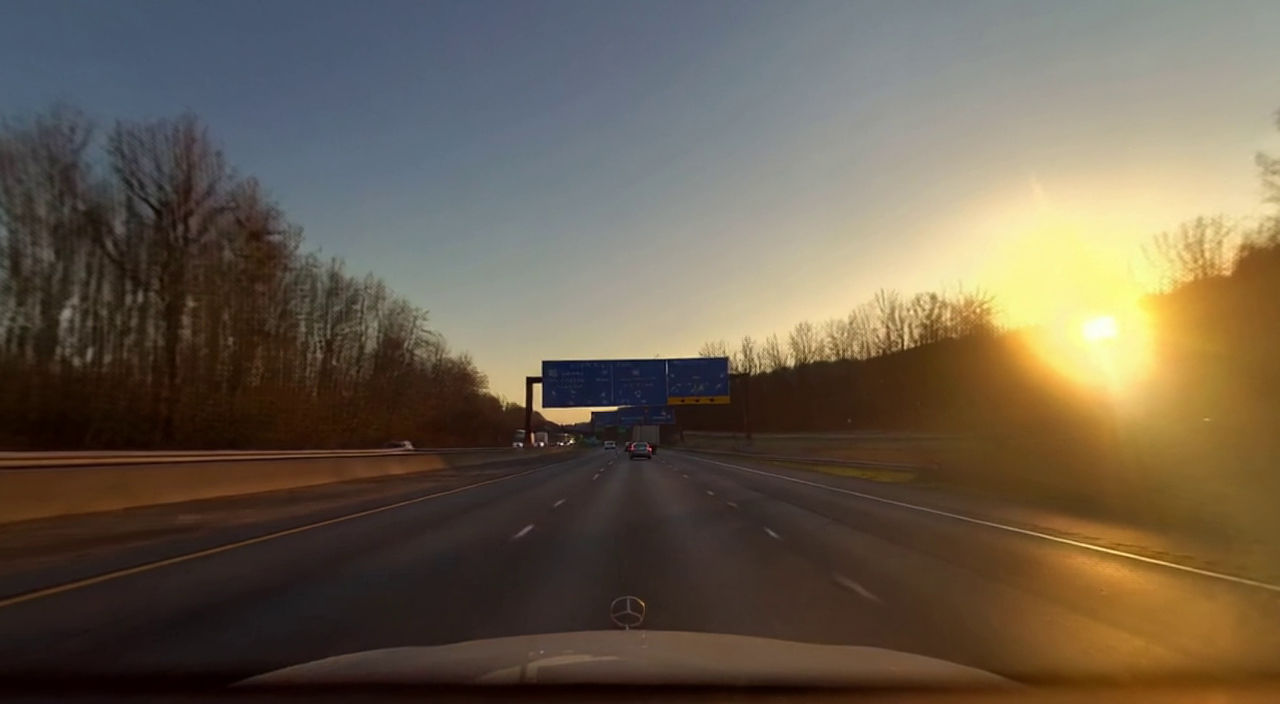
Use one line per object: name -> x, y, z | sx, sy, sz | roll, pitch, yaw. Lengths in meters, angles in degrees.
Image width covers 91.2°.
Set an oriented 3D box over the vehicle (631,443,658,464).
vehicle -> 0.308, 7.293, 45.175 | 1.859, 1.478, 3.799 | 0, -8, 0
